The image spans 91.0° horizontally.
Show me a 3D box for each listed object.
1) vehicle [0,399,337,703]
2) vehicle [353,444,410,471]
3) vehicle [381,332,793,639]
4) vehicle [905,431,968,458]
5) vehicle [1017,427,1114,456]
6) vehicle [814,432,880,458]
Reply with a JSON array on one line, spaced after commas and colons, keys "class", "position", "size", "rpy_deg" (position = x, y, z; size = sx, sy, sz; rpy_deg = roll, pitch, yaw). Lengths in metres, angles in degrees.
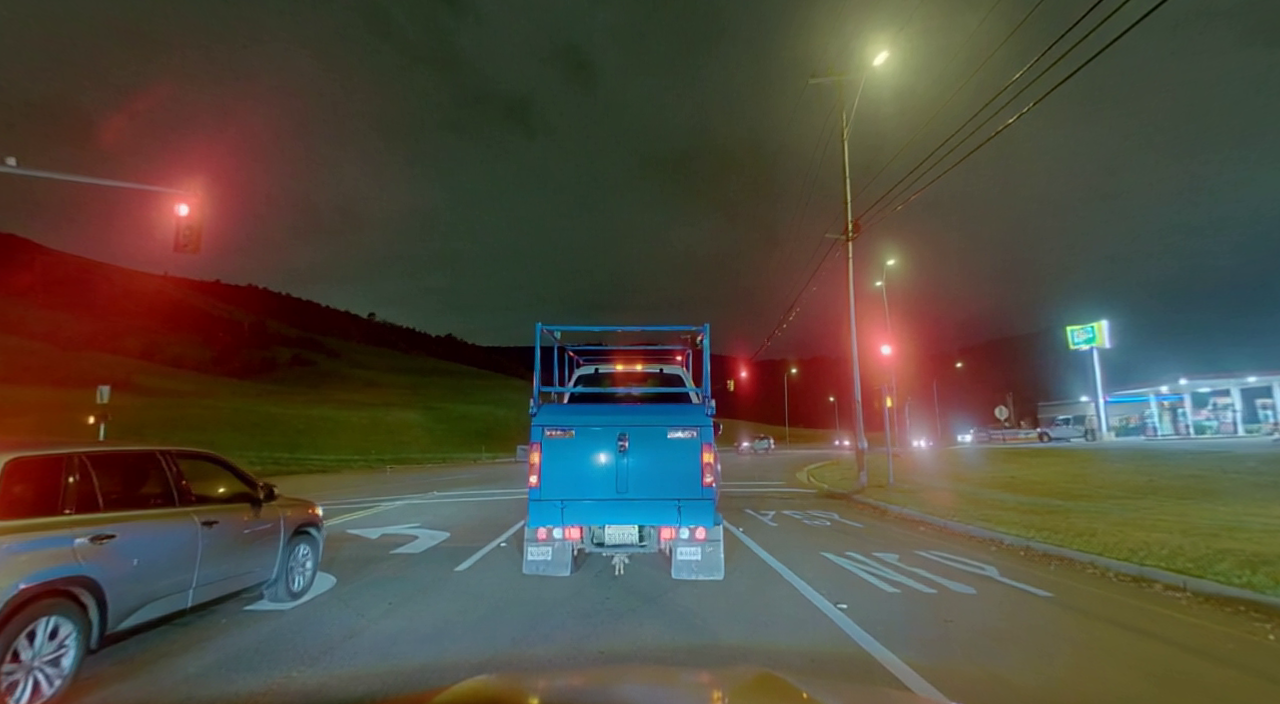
[{"class": "vehicle", "position": [-3.957, 1.188, 3.972], "size": [2.017, 1.555, 4.150], "rpy_deg": [-1, -9, 0]}, {"class": "vehicle", "position": [-17.119, 7.011, 41.904], "size": [2.133, 1.690, 4.331], "rpy_deg": [0, -9, -3]}, {"class": "vehicle", "position": [-0.420, 1.322, 7.200], "size": [2.859, 2.144, 5.406], "rpy_deg": [0, -9, -1]}, {"class": "vehicle", "position": [20.919, 6.507, 44.344], "size": [5.021, 1.757, 2.012], "rpy_deg": [7, -11, -40]}, {"class": "vehicle", "position": [25.563, 5.391, 37.923], "size": [4.419, 1.496, 1.854], "rpy_deg": [-2, -9, 1]}, {"class": "vehicle", "position": [14.984, 6.714, 45.366], "size": [4.975, 1.799, 2.117], "rpy_deg": [7, -11, -40]}]
